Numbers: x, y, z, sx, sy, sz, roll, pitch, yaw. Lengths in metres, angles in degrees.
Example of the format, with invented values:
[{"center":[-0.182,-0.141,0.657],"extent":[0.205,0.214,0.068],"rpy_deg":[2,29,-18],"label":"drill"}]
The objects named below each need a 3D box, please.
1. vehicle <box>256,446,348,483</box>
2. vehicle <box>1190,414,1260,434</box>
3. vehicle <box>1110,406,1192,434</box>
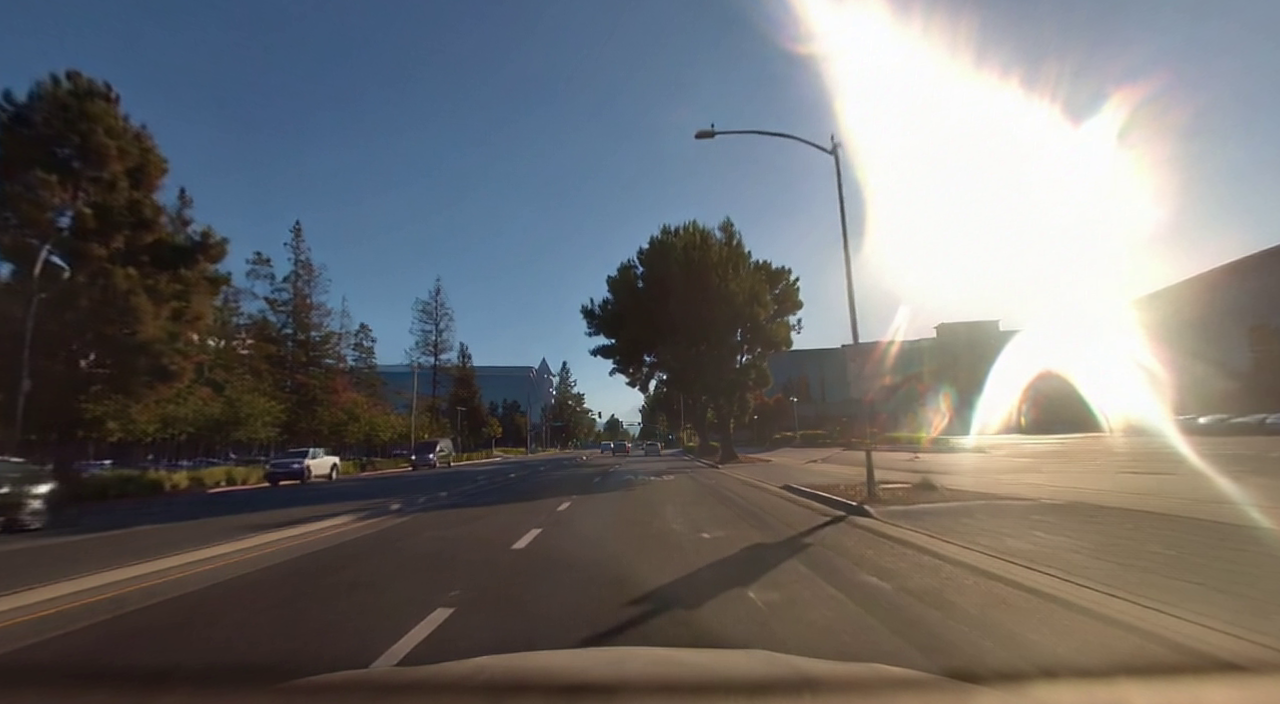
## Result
[{"center":[-17.269,5.723,32.396],"extent":[2.112,1.754,4.740],"rpy_deg":[0,-8,0],"label":"vehicle"},{"center":[45.423,5.643,48.843],"extent":[1.671,1.477,3.751],"rpy_deg":[0,-8,-3],"label":"vehicle"},{"center":[39.851,5.386,49.162],"extent":[1.882,1.686,5.050],"rpy_deg":[-3,-10,-3],"label":"vehicle"}]
